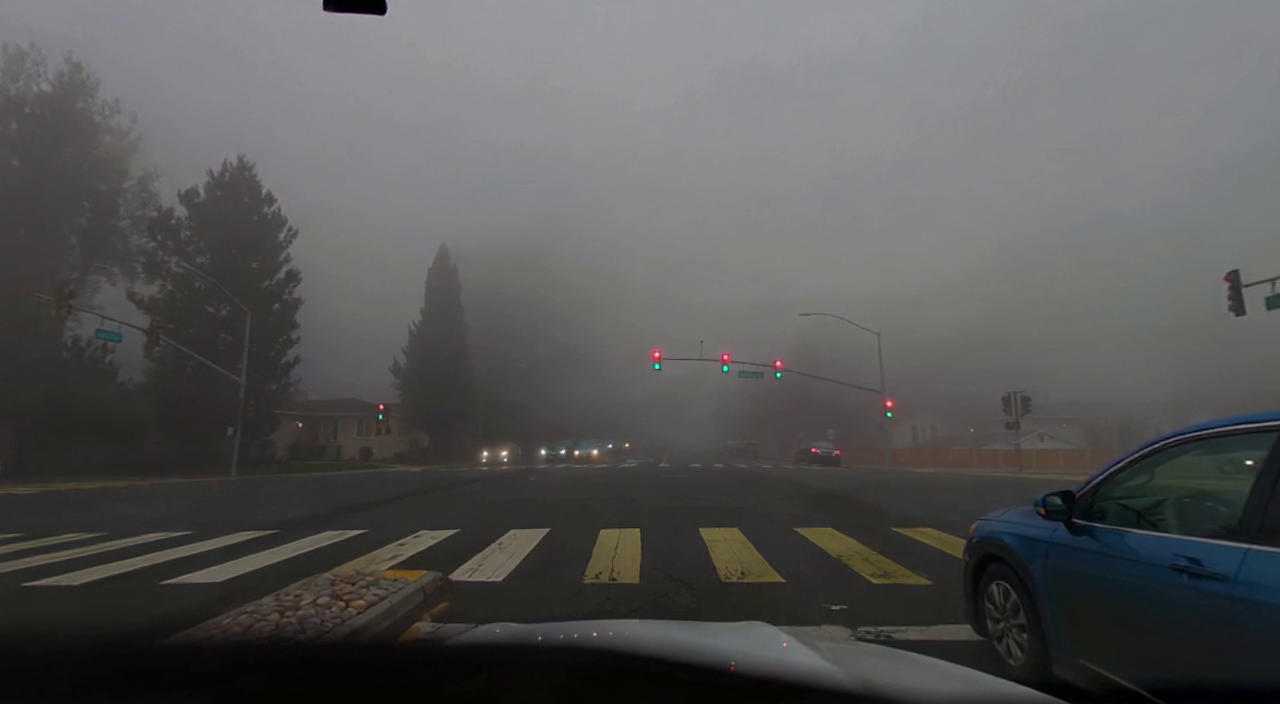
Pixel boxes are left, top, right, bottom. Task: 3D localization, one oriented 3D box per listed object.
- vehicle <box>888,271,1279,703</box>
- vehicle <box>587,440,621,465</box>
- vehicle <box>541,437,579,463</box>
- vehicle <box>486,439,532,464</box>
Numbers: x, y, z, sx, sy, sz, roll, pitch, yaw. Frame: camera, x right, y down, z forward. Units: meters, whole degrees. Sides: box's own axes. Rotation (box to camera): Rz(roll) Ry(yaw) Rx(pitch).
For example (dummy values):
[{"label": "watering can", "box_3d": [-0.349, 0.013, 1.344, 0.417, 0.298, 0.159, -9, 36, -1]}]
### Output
[{"label": "vehicle", "box_3d": [2.717, 0.712, 1.741, 2.085, 1.800, 4.908, 0, -9, 0]}, {"label": "vehicle", "box_3d": [-2.314, 6.535, 41.164, 2.046, 1.491, 4.118, 0, -9, -1]}, {"label": "vehicle", "box_3d": [-5.546, 6.896, 44.378, 2.091, 1.707, 4.157, 0, -9, 1]}, {"label": "vehicle", "box_3d": [-8.955, 6.861, 43.629, 2.028, 1.654, 5.027, 0, -9, 1]}]
